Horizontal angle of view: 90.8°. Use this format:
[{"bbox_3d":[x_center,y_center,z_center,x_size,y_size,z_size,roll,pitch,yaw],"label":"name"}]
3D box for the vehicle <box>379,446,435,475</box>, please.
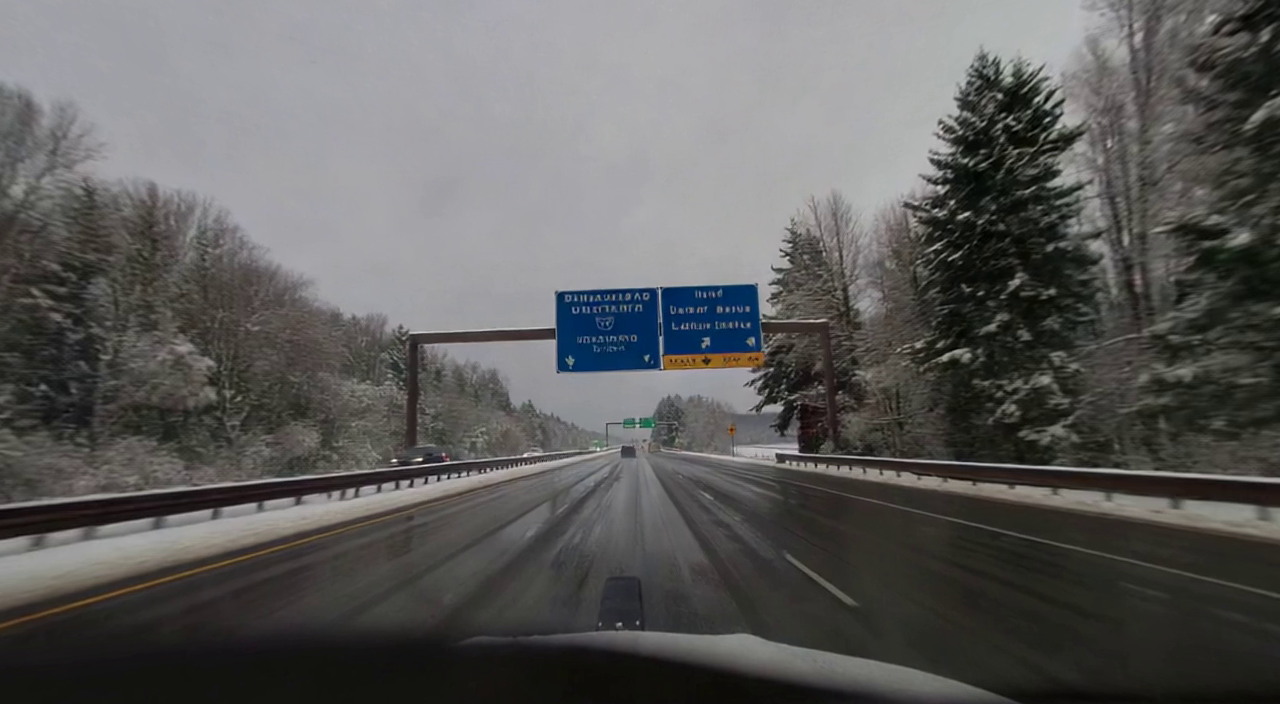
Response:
[{"bbox_3d":[-14.351,6.683,39.061,1.859,1.707,4.177,0,-9,0],"label":"vehicle"}]
